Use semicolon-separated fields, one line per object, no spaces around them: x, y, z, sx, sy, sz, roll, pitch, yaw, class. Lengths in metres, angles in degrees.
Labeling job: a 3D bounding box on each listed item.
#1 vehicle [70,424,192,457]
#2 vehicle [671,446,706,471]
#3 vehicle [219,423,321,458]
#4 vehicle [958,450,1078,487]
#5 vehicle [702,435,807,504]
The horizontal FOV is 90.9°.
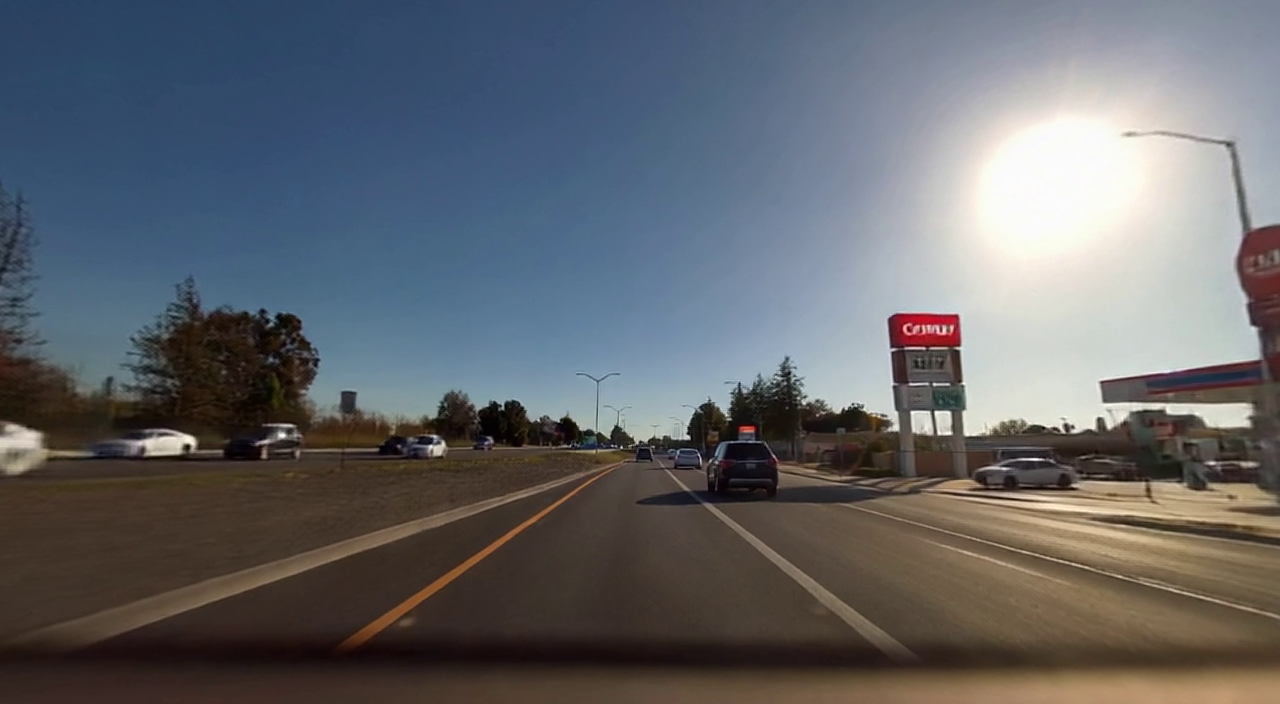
-23.806;4.194;29.732;1.848;1.450;4.502;0;-8;3;vehicle
3.203;7.166;42.586;2.012;1.612;4.114;0;-8;0;vehicle
-19.858;4.823;34.177;2.037;1.761;5.401;-1;-8;3;vehicle
18.252;5.610;30.557;4.587;1.710;1.969;1;-9;-6;vehicle
3.252;3.442;18.991;2.184;1.777;4.712;0;-8;-1;vehicle
